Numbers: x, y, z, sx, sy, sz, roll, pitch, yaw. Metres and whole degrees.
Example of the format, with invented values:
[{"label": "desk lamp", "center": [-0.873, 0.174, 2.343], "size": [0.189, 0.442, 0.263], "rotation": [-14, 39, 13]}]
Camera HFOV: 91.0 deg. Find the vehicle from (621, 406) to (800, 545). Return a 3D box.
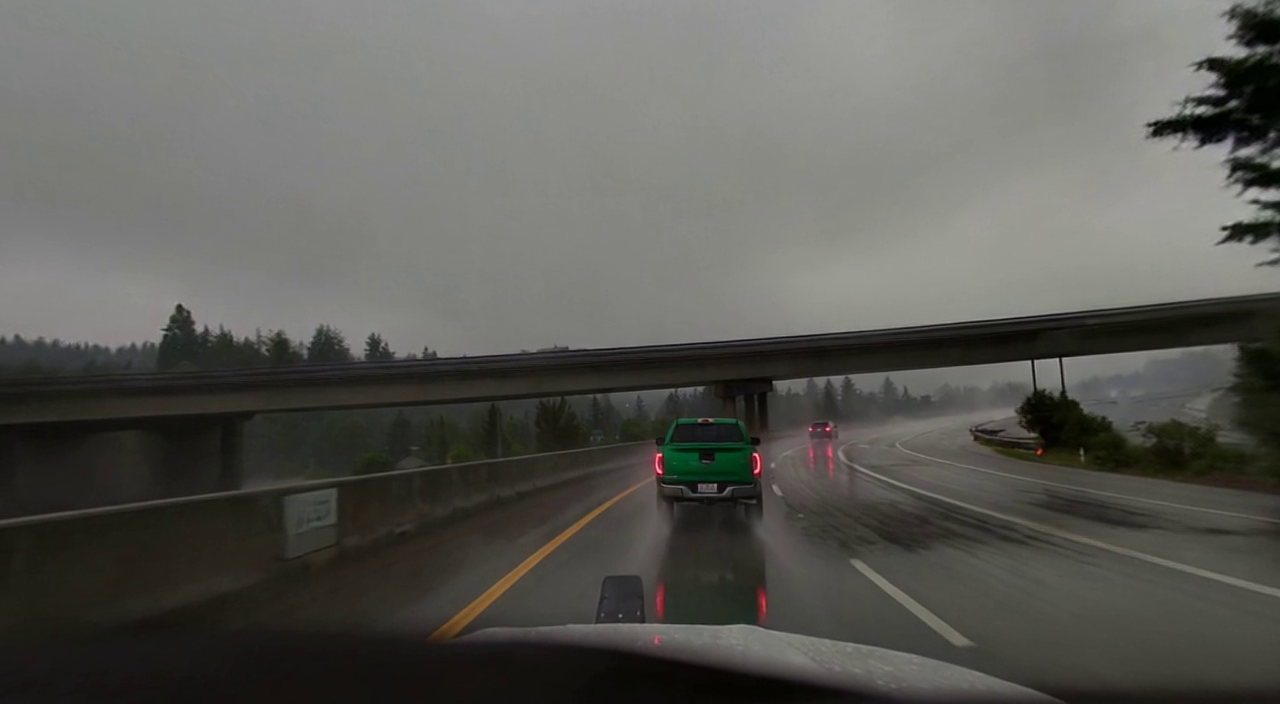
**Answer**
[{"label": "vehicle", "center": [1.092, 1.887, 10.242], "size": [2.235, 1.716, 4.435], "rotation": [-1, -8, 6]}]
